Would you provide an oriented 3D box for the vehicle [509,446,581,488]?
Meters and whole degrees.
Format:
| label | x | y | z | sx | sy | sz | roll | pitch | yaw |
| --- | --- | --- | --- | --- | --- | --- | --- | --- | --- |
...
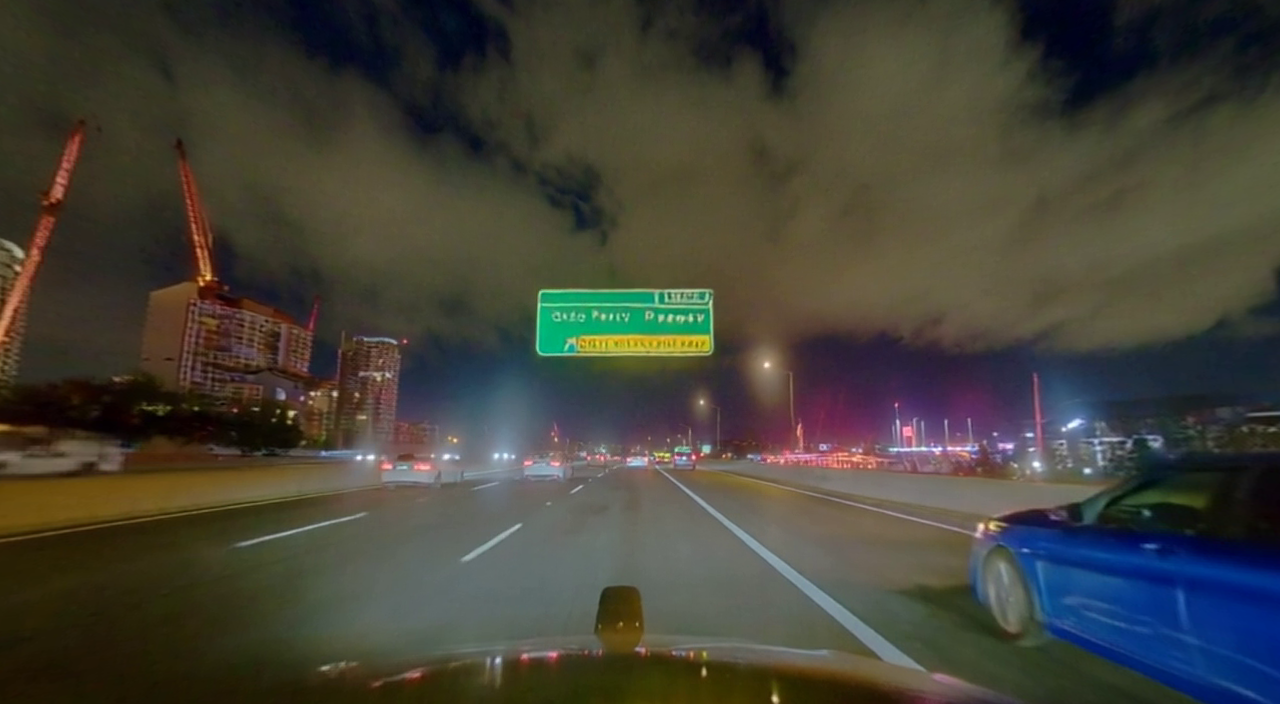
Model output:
| label | x | y | z | sx | sy | sz | roll | pitch | yaw |
| --- | --- | --- | --- | --- | --- | --- | --- | --- | --- |
| vehicle | -3.719 | 4.559 | 25.547 | 2.136 | 1.512 | 4.488 | 0 | -8 | 1 |

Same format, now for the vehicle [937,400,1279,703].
| label | x | y | z | sx | sy | sz | roll | pitch | yaw |
| --- | --- | --- | --- | --- | --- | --- | --- | --- | --- |
| vehicle | 3.259 | 0.948 | 2.445 | 1.995 | 1.486 | 4.463 | 0 | -8 | -1 |

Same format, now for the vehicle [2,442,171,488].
| label | x | y | z | sx | sy | sz | roll | pitch | yaw |
| --- | --- | --- | --- | --- | --- | --- | --- | --- | --- |
| vehicle | -19.609 | 3.987 | 22.736 | 1.800 | 1.465 | 4.722 | 0 | -8 | 0 |

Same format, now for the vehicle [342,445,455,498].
| label | x | y | z | sx | sy | sz | roll | pitch | yaw |
| --- | --- | --- | --- | --- | --- | --- | --- | --- | --- |
| vehicle | -7.612 | 3.777 | 20.452 | 1.951 | 1.528 | 4.209 | 0 | -8 | 1 |

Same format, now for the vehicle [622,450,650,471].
| label | x | y | z | sx | sy | sz | roll | pitch | yaw |
| --- | --- | --- | --- | --- | --- | --- | --- | --- | --- |
| vehicle | -0.313 | 8.234 | 48.167 | 2.019 | 1.472 | 3.971 | 0 | -8 | 0 |

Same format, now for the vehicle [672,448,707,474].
| label | x | y | z | sx | sy | sz | roll | pitch | yaw |
| --- | --- | --- | --- | --- | --- | --- | --- | --- | --- |
| vehicle | 3.274 | 7.296 | 42.641 | 1.978 | 1.602 | 4.092 | 0 | -8 | -1 |
